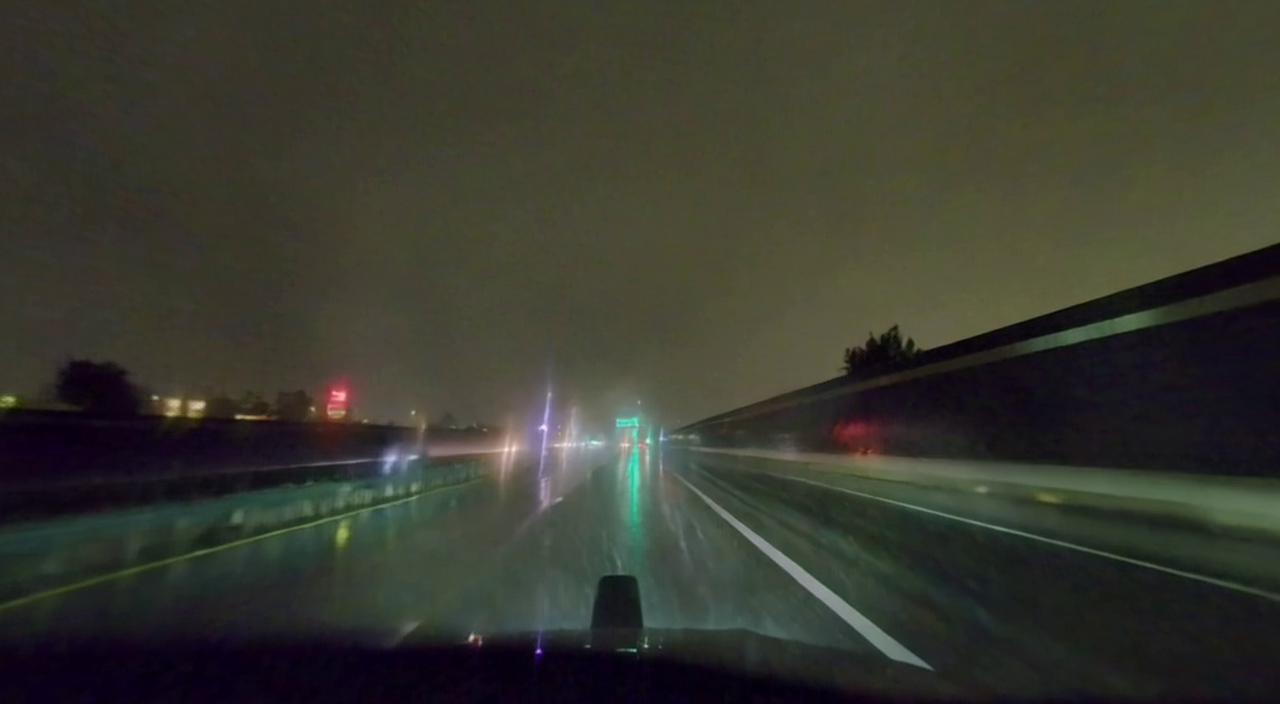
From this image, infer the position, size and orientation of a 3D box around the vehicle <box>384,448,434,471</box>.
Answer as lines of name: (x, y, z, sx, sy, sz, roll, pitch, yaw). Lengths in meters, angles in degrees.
vehicle: (-16.212, 7.543, 44.322, 1.883, 1.510, 4.040, 0, -8, 1)
